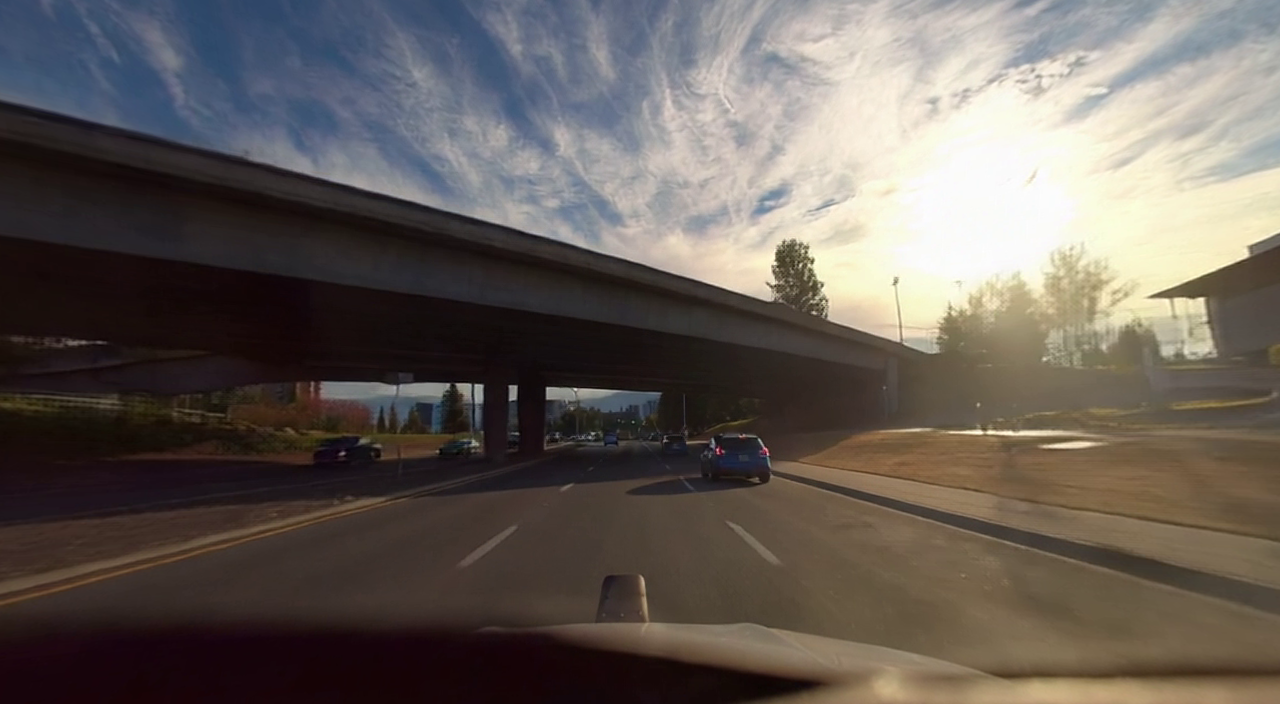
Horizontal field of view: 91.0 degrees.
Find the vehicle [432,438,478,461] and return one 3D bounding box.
[{"bbox_3d":[-12.645,6.713,43.335,1.844,1.514,4.386,0,-8,0],"label":"vehicle"}]

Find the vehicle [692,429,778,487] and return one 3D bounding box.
[{"bbox_3d":[3.015,3.508,21.075,2.110,1.712,4.489,0,-8,-1],"label":"vehicle"}]

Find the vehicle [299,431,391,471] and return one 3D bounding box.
[{"bbox_3d":[-16.035,5.419,34.657,2.243,1.952,5.838,0,-9,0],"label":"vehicle"}]
